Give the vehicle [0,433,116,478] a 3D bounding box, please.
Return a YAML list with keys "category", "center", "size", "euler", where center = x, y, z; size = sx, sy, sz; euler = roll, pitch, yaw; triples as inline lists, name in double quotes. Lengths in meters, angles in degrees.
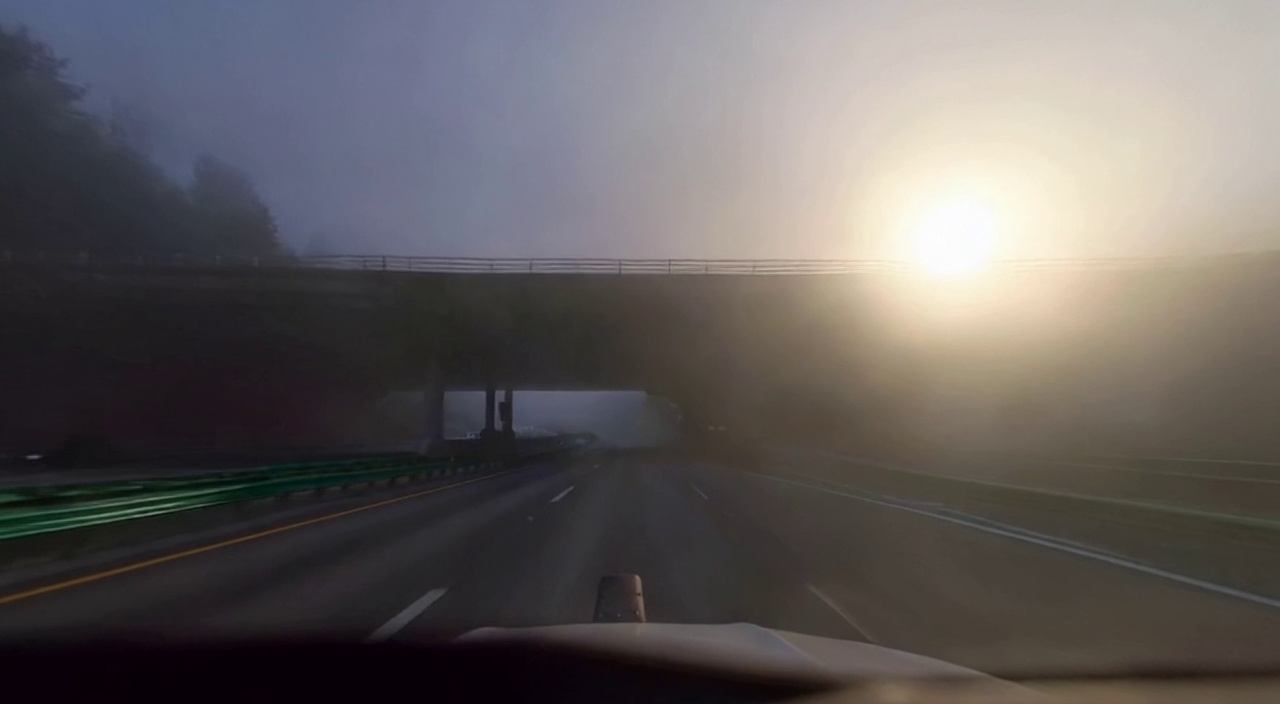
- category: "vehicle"
  center: [-21.787, 3.739, 23.100]
  size: [1.863, 1.490, 3.869]
  euler: [0, -8, -3]
